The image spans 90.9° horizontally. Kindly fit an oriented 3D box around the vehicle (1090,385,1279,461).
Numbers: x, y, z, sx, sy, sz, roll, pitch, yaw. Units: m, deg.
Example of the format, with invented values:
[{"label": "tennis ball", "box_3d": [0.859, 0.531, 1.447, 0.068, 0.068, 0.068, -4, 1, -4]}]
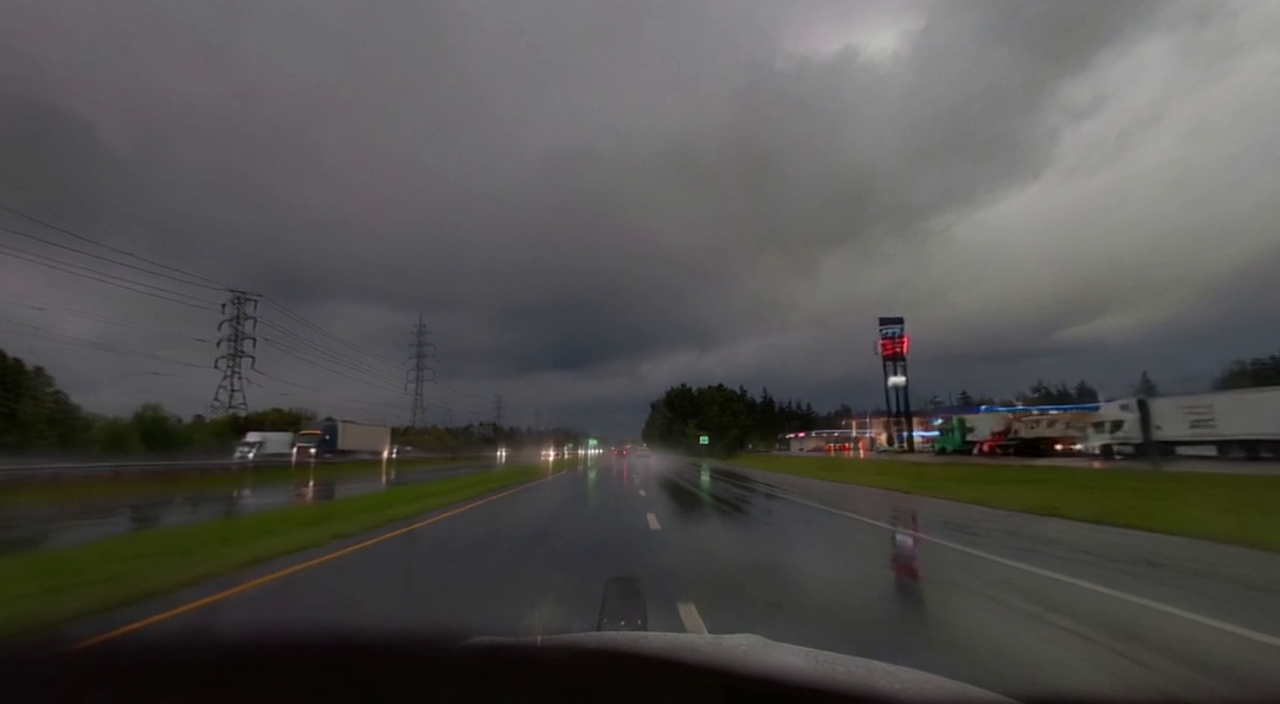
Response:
[{"label": "vehicle", "box_3d": [32.819, 4.113, 35.602, 11.409, 3.946, 3.092, -8, -12, 44]}]
